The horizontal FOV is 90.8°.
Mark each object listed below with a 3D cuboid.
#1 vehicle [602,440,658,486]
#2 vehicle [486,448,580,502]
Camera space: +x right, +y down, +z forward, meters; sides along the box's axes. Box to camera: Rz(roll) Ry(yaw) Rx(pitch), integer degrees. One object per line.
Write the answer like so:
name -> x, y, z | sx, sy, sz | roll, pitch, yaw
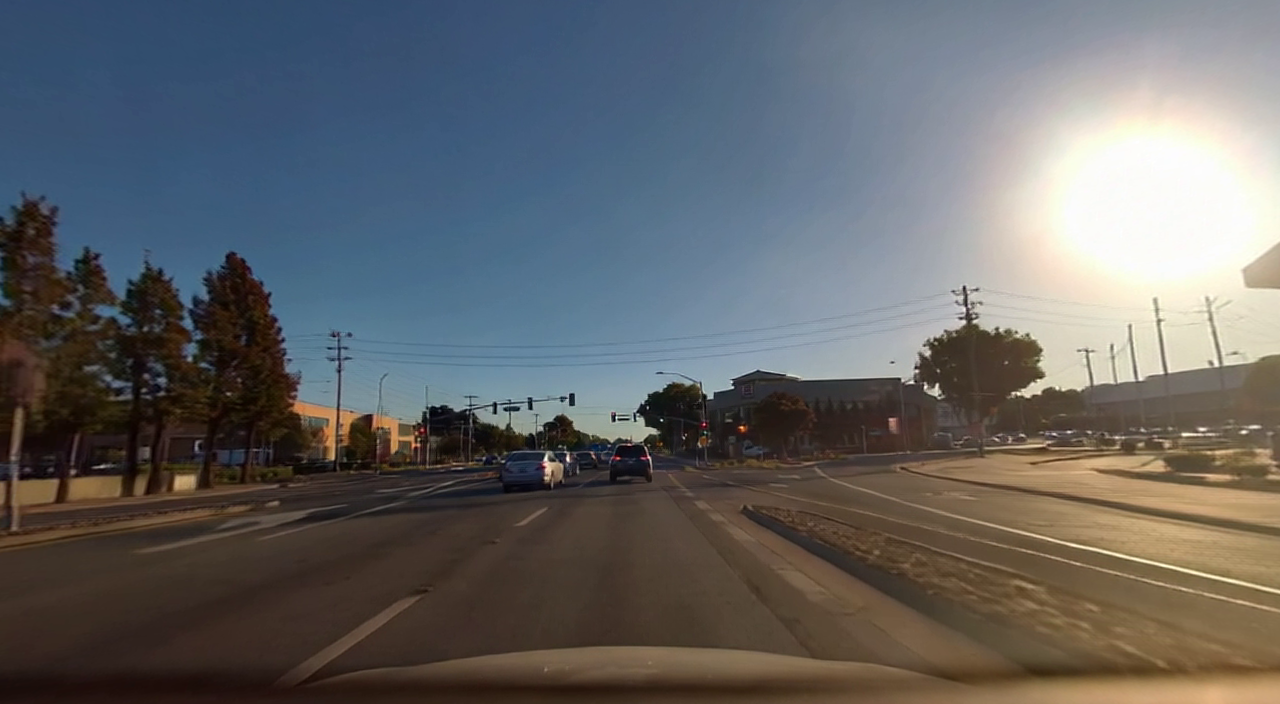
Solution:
vehicle -> -0.382, 4.806, 27.743 | 2.276, 1.850, 3.897 | 0, -8, 1
vehicle -> -3.183, 3.756, 19.827 | 2.064, 1.464, 4.373 | 0, -8, 2
